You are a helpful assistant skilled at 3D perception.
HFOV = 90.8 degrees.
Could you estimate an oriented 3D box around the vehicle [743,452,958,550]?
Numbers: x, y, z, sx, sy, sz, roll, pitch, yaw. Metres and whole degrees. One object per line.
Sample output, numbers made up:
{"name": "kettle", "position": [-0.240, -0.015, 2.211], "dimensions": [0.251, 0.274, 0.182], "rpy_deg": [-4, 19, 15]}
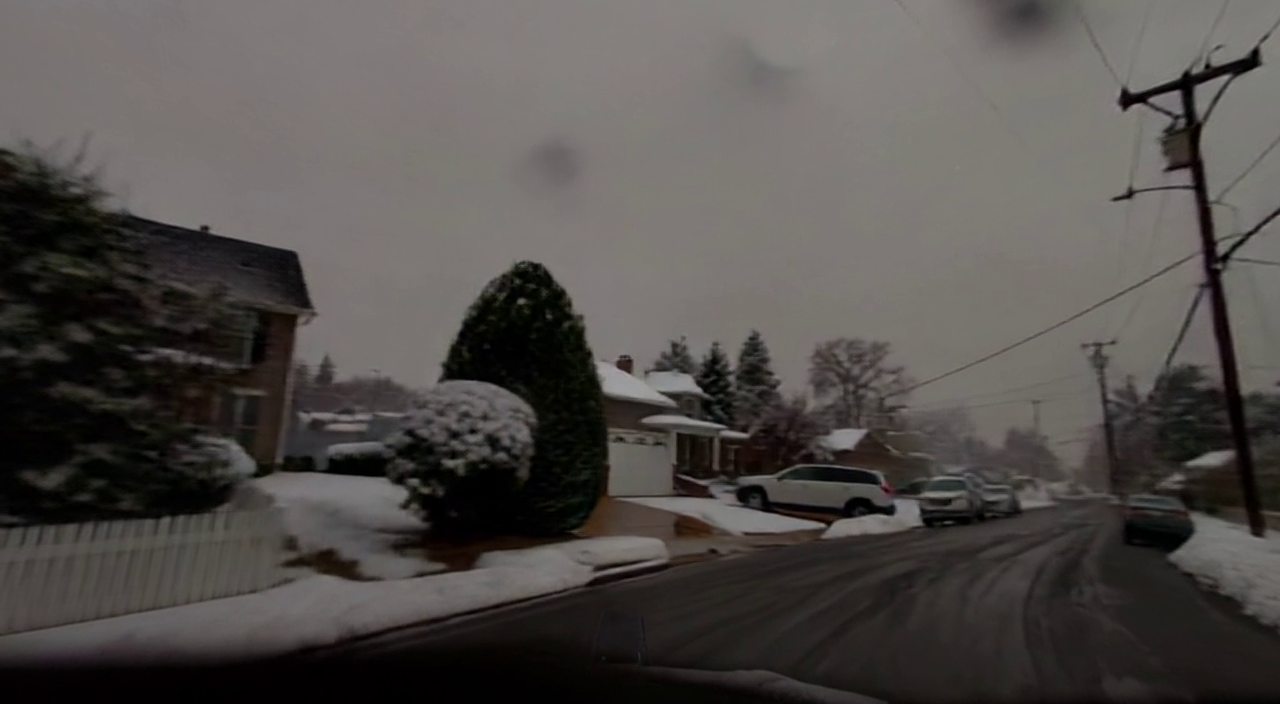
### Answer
{"name": "vehicle", "position": [5.237, 3.557, 15.796], "dimensions": [4.537, 1.595, 2.471], "rpy_deg": [1, -8, 34]}

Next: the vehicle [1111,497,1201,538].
{"name": "vehicle", "position": [24.649, 7.851, 30.133], "dimensions": [3.005, 1.535, 4.025], "rpy_deg": [-5, -14, 42]}

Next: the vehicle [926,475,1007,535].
{"name": "vehicle", "position": [11.399, 5.180, 21.903], "dimensions": [2.081, 1.589, 4.691], "rpy_deg": [-4, -10, 31]}
